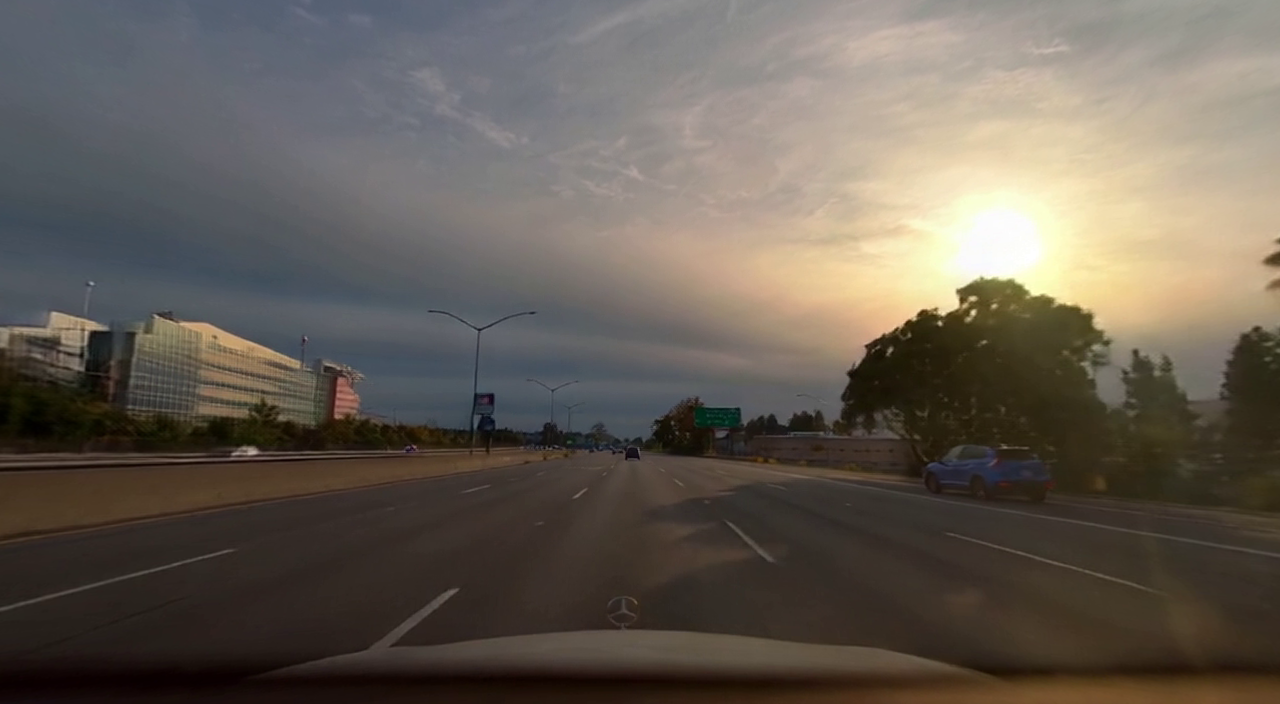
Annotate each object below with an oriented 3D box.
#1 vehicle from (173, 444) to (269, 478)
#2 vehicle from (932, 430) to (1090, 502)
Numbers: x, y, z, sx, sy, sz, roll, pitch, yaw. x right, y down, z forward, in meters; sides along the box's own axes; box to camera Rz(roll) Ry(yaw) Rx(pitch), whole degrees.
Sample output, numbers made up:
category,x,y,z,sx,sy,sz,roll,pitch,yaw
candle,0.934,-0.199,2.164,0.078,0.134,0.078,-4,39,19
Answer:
category,x,y,z,sx,sy,sz,roll,pitch,yaw
vehicle,-19.602,5.102,29.729,1.975,1.467,3.800,0,-9,-1
vehicle,13.431,4.146,23.409,2.411,2.326,5.300,0,-9,-2
